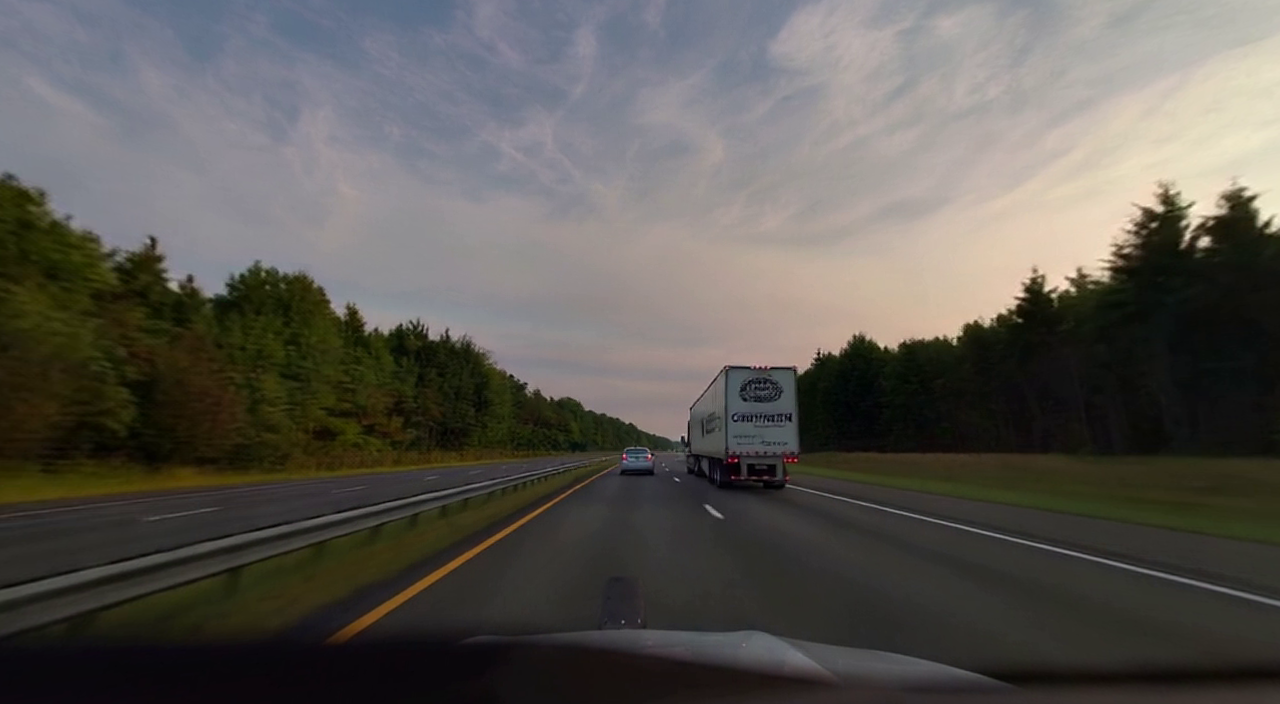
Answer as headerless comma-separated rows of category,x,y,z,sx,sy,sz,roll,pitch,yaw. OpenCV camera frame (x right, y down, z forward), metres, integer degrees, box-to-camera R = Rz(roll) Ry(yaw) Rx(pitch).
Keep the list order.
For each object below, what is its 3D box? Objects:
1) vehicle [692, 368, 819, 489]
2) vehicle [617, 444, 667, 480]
vehicle,4.476,3.681,28.481,2.909,4.074,14.457,0,-9,0
vehicle,0.065,4.914,28.243,2.074,1.475,3.960,0,-9,0
